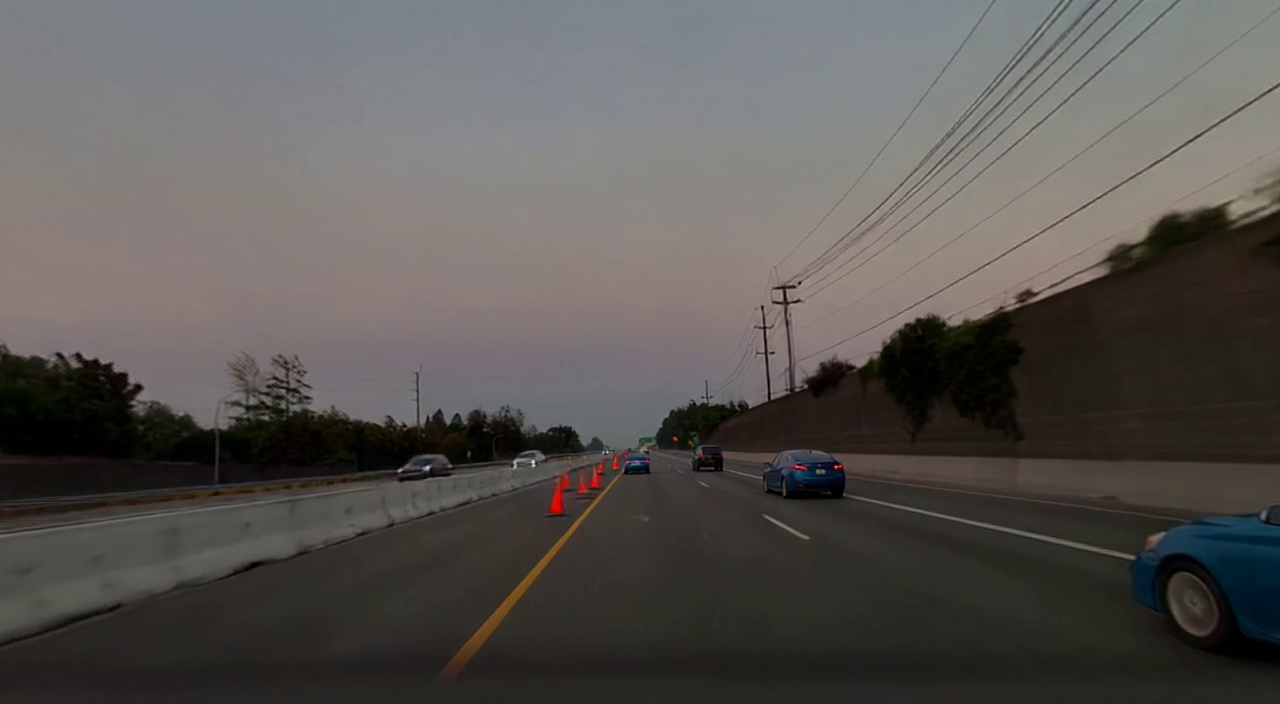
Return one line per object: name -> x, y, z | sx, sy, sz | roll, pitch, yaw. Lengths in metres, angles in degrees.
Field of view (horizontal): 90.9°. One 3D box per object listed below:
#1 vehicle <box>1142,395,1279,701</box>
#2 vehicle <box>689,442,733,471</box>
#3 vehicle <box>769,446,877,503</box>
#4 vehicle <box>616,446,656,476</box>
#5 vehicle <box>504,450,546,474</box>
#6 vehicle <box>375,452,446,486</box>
vehicle -> 4.289, 0.795, 1.791 | 1.997, 1.568, 4.529 | 0, -8, 1
vehicle -> 5.059, 7.480, 45.530 | 2.559, 1.943, 5.610 | 0, -8, 1
vehicle -> 5.083, 3.422, 18.120 | 1.881, 1.409, 4.016 | 0, -8, 0
vehicle -> -0.198, 6.069, 35.438 | 2.096, 1.583, 4.150 | 0, -8, 0
vehicle -> -7.926, 7.599, 43.746 | 1.856, 1.539, 4.679 | -1, -8, 2
vehicle -> -11.866, 6.051, 32.977 | 2.129, 1.471, 4.192 | -3, -8, 1
